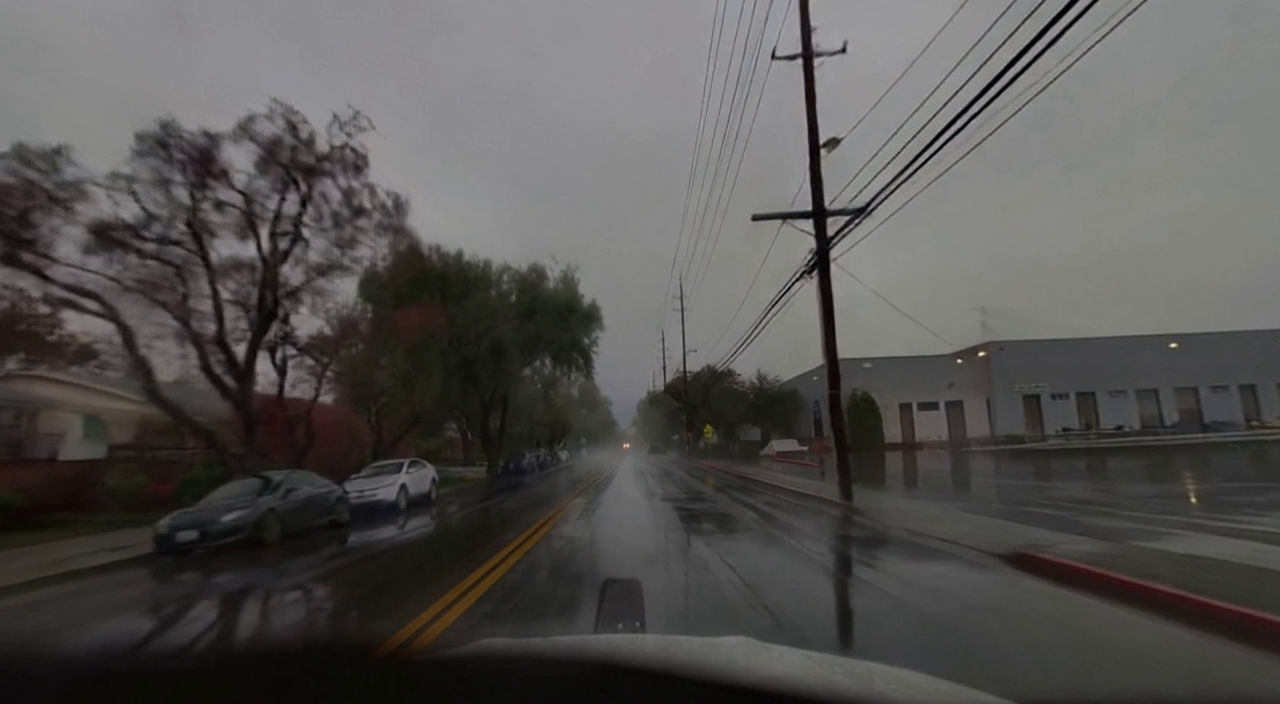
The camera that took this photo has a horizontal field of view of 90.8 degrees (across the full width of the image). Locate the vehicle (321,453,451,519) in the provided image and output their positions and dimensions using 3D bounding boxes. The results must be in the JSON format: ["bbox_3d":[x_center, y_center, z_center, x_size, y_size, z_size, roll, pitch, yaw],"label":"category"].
[{"bbox_3d":[-6.654,3.500,17.078,1.815,1.384,4.357,-3,-8,-1],"label":"vehicle"}]

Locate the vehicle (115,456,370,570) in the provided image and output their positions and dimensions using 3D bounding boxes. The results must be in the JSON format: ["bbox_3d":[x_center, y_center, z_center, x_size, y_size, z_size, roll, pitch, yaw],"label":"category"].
[{"bbox_3d":[-6.676,2.674,11.363,1.815,1.402,4.559,-4,-8,-3],"label":"vehicle"}]

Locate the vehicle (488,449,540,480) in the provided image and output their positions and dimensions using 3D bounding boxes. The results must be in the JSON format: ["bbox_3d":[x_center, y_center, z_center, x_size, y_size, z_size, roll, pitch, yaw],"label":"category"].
[{"bbox_3d":[-6.741,6.062,34.330,1.887,1.460,4.444,-4,-8,0],"label":"vehicle"}]
